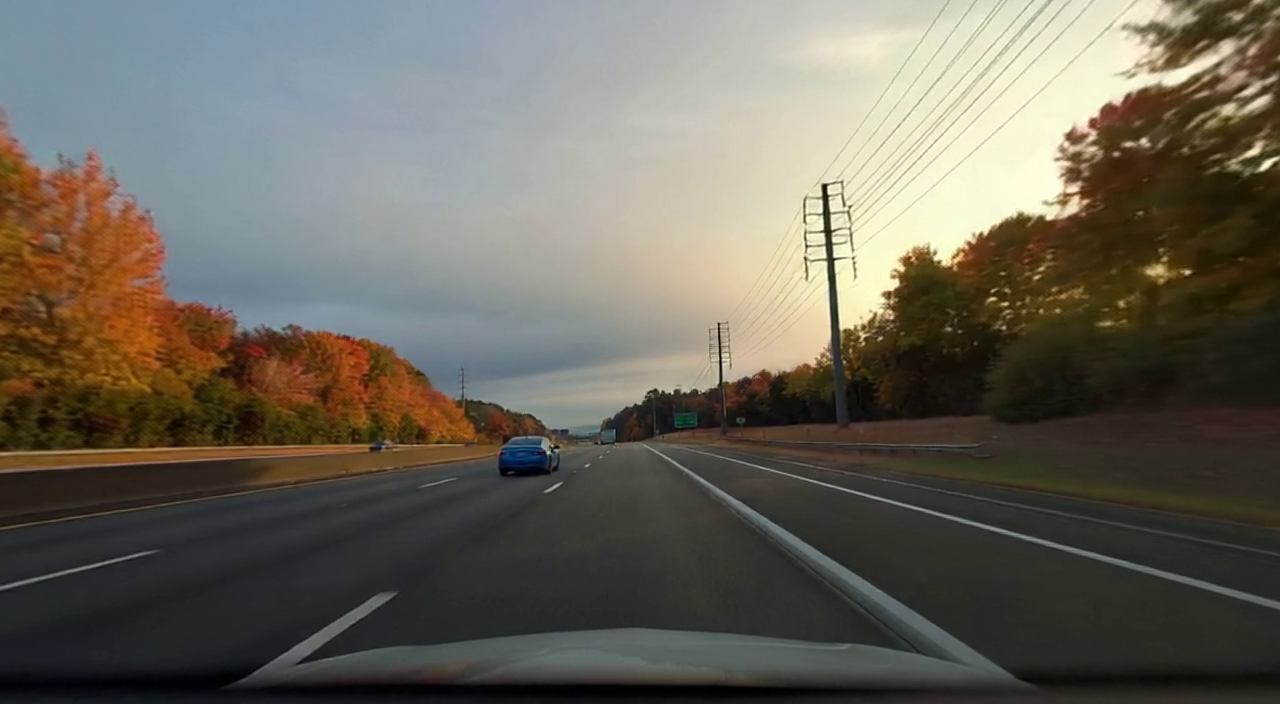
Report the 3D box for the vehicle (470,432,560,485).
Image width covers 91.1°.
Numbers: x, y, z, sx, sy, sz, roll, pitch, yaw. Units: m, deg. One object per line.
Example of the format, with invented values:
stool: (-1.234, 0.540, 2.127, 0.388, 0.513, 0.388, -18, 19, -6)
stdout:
vehicle: (-3.858, 3.348, 20.214, 2.025, 1.475, 4.379, 0, -8, -1)
